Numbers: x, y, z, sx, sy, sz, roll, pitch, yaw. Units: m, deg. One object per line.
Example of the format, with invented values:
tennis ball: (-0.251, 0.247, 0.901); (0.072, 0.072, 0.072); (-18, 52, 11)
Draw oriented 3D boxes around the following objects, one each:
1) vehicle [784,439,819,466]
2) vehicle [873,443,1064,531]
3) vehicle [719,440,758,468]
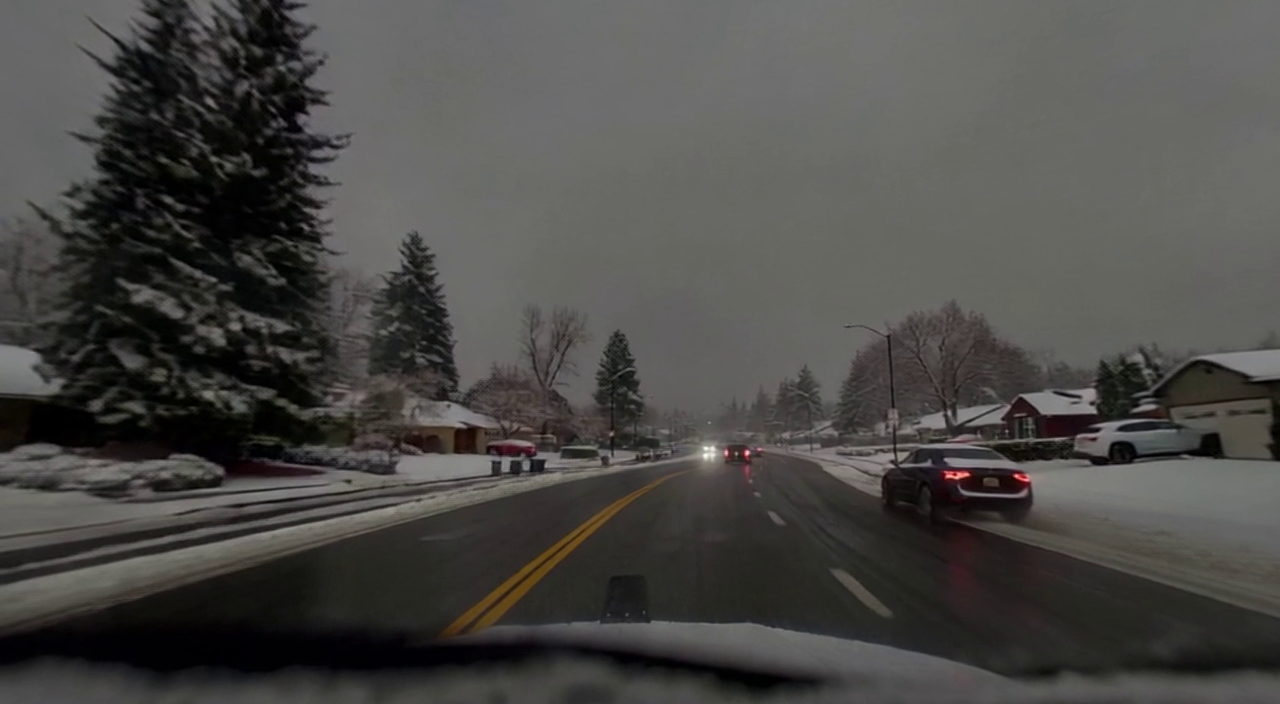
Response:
vehicle: (12.188, 7.626, 47.806); (2.059, 1.924, 4.257); (-1, -8, 9)
vehicle: (6.496, 2.660, 13.135); (1.934, 1.506, 4.282); (-1, -8, 5)
vehicle: (6.448, 6.600, 40.911); (2.106, 1.667, 4.367); (-2, -9, 13)
